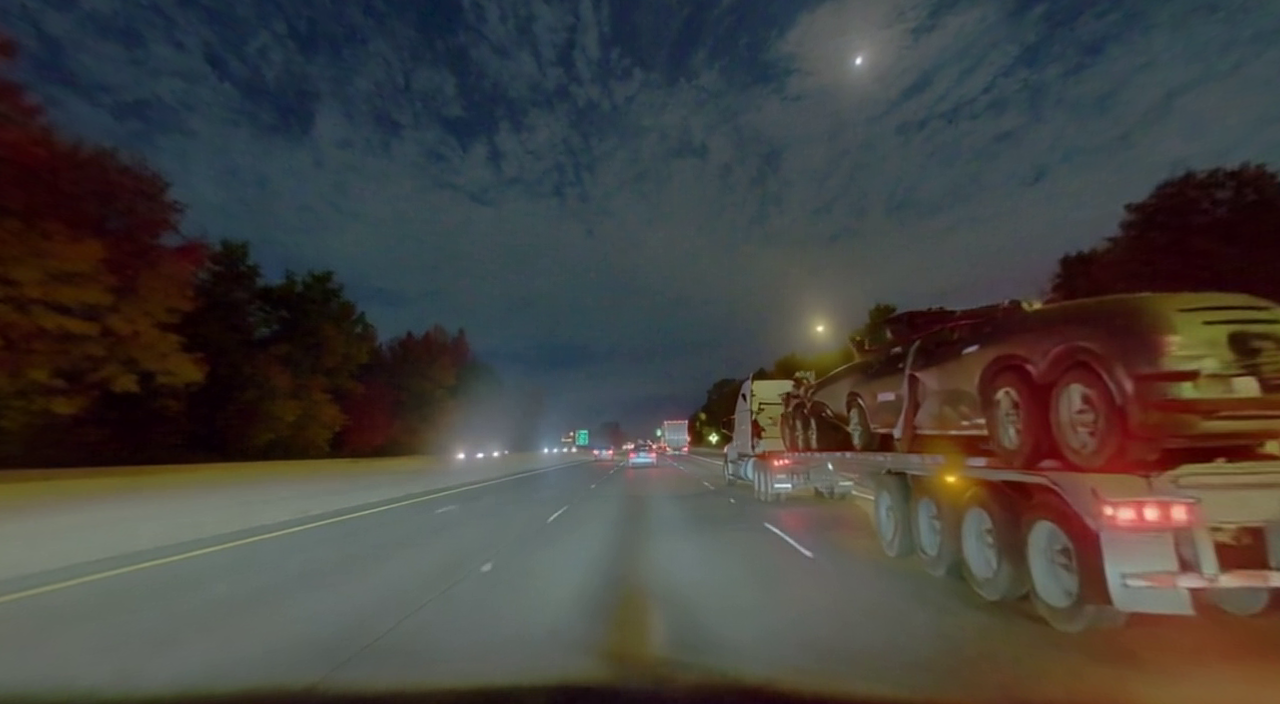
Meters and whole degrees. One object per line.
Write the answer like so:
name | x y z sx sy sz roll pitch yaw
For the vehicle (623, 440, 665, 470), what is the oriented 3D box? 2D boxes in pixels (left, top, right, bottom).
vehicle | 0.231 5.584 34.256 2.152 1.484 4.211 0 -8 1

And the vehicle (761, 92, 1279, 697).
vehicle | 4.778 1.064 9.848 3.150 3.257 13.098 0 -8 0

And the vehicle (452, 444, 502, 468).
vehicle | -10.408 6.664 40.546 1.934 1.497 4.356 0 -8 1
